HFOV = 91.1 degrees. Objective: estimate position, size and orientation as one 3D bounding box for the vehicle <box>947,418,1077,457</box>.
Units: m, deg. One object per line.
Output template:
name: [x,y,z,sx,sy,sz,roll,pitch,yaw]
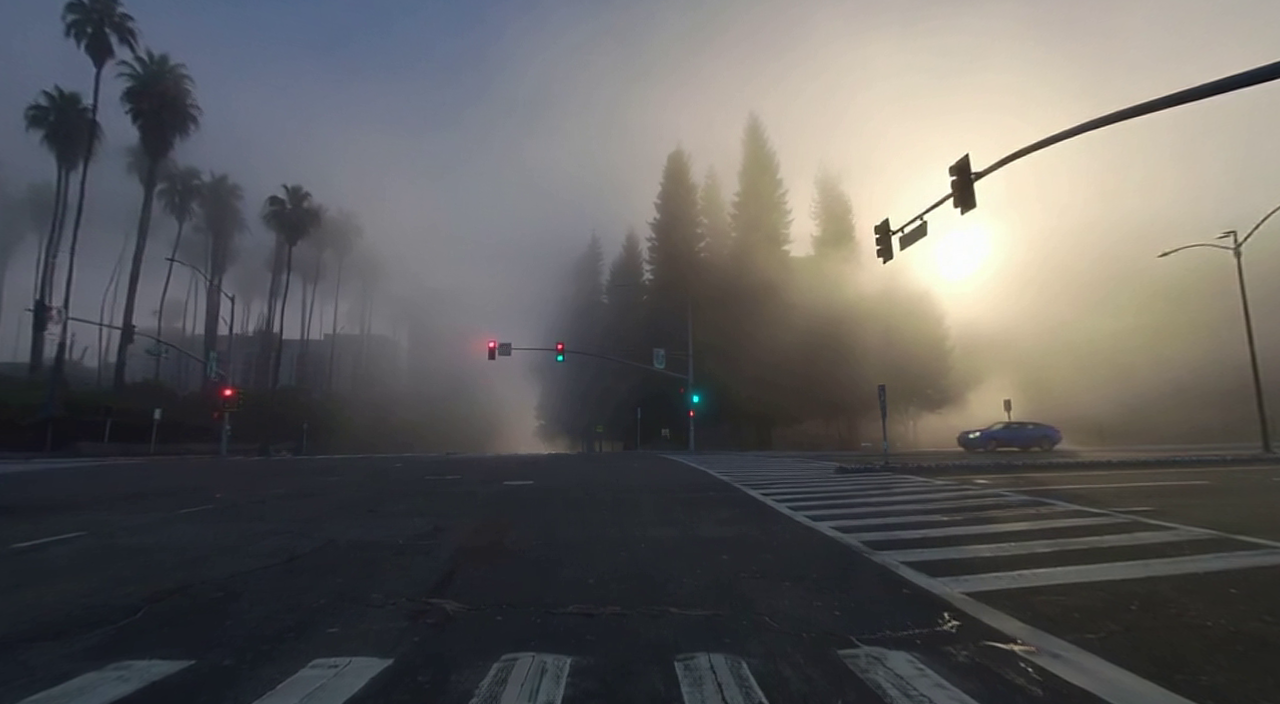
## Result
vehicle: [17.490,4.048,29.675,4.820,1.751,2.050,0,-8,-1]
